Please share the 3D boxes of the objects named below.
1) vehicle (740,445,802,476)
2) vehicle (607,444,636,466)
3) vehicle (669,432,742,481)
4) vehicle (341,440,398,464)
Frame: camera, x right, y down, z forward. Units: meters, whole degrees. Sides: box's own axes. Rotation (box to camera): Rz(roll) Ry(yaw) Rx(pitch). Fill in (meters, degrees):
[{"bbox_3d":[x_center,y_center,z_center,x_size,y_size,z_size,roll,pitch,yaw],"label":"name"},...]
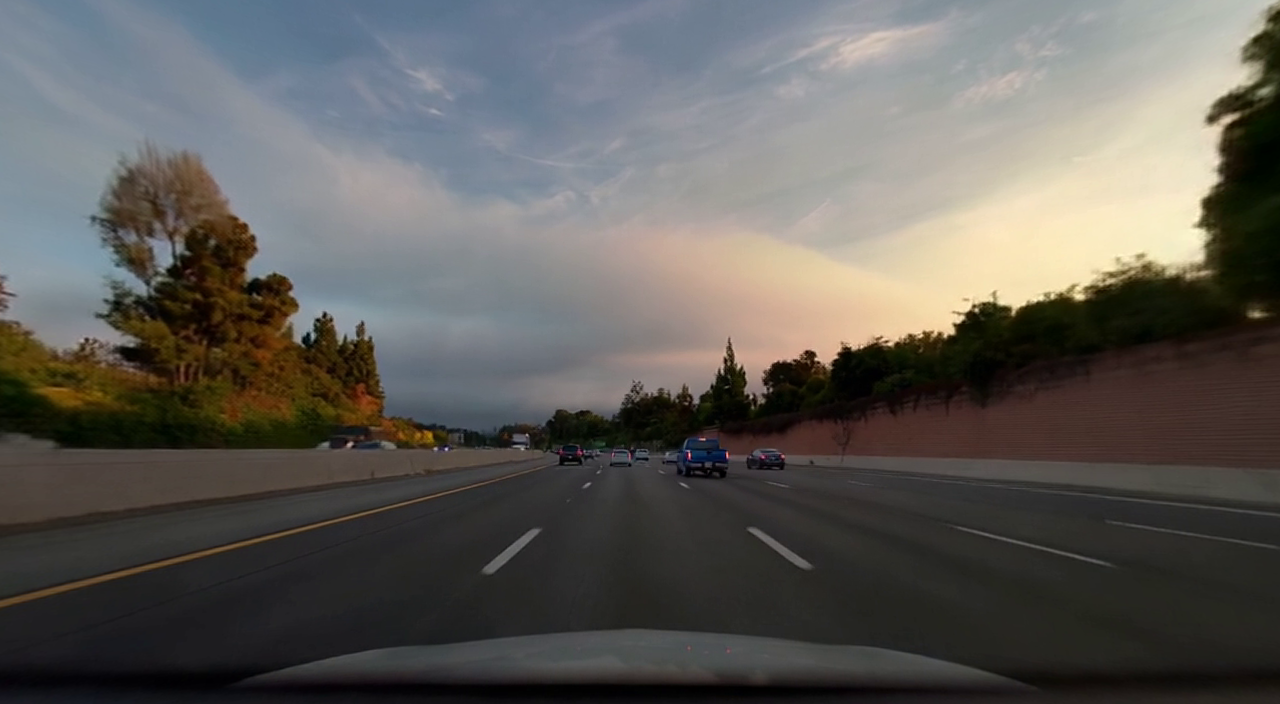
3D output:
[{"bbox_3d":[6.860,5.706,33.569,1.976,1.485,4.925,0,-8,-4],"label":"vehicle"},{"bbox_3d":[-1.476,7.862,48.242,2.050,1.607,3.821,0,-8,-4],"label":"vehicle"},{"bbox_3d":[2.774,4.627,28.249,2.374,1.952,5.431,0,-8,-3],"label":"vehicle"},{"bbox_3d":[-18.965,7.010,44.443,2.107,1.561,4.736,0,-8,-3],"label":"vehicle"}]
